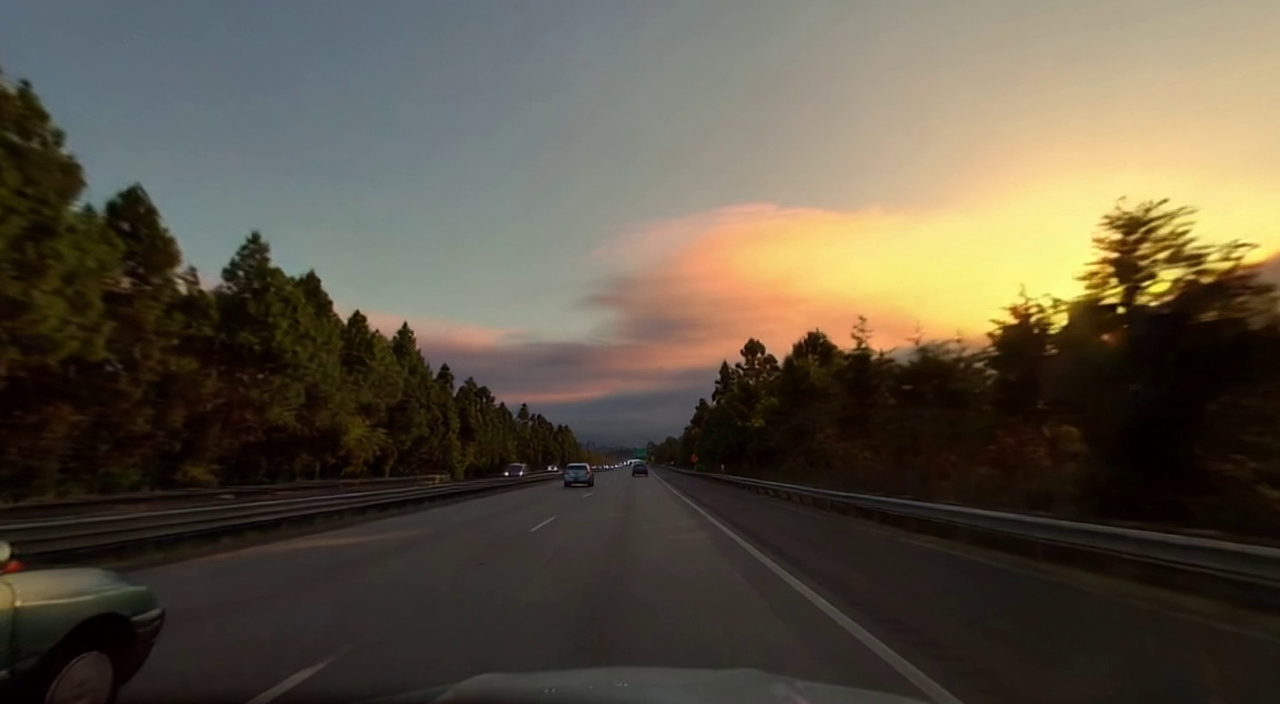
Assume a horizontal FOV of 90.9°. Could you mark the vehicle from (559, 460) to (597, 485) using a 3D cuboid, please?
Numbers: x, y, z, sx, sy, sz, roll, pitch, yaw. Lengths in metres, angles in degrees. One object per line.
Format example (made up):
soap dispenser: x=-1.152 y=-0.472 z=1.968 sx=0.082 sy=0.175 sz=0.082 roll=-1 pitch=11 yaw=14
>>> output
vehicle: x=-4.037 y=8.004 z=41.941 sx=2.081 sy=1.586 sz=4.245 roll=1 pitch=-10 yaw=0
